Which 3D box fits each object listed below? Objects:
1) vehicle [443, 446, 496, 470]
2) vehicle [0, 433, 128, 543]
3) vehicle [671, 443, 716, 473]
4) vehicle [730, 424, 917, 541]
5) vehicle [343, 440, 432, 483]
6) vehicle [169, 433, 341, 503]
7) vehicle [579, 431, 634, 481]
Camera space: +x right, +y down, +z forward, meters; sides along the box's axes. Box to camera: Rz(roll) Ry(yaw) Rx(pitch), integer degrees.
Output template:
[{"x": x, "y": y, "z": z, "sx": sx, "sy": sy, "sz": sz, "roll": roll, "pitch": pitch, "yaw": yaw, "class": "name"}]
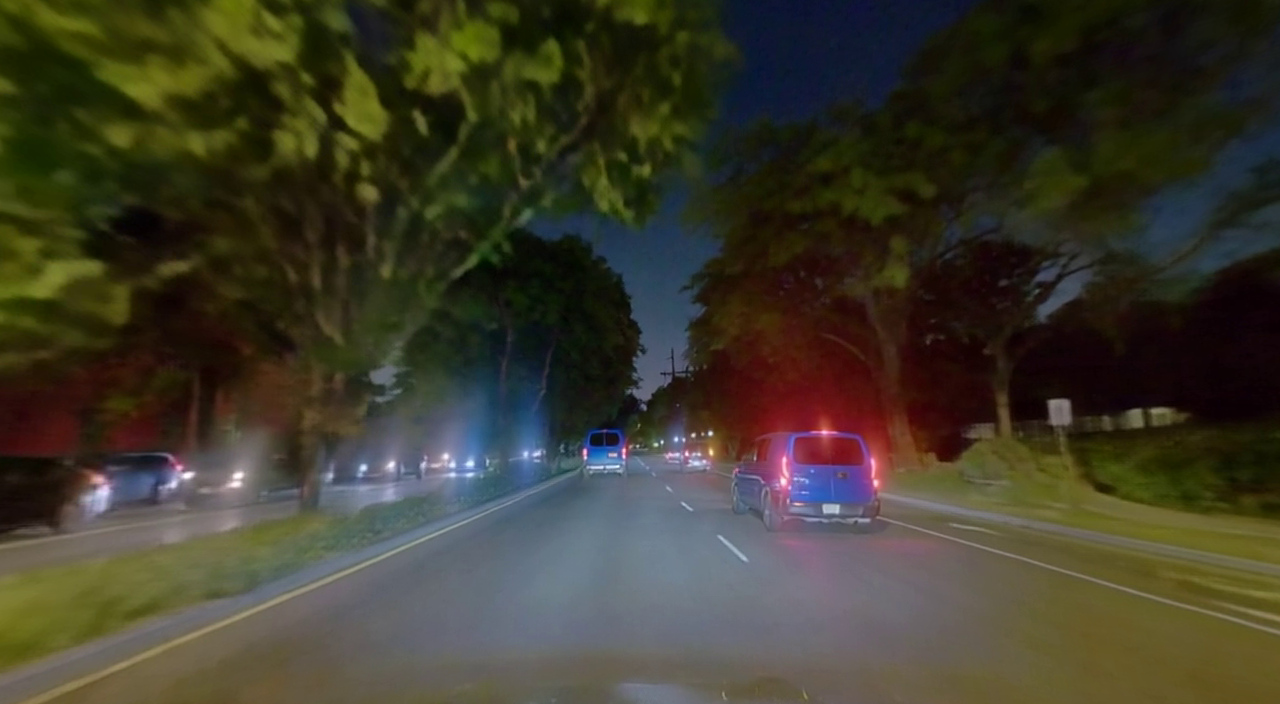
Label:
[{"x": -11.304, "y": 7.073, "z": 42.227, "sx": 2.116, "sy": 1.481, "sz": 4.572, "roll": 0, "pitch": -9, "yaw": 2, "class": "vehicle"}, {"x": -10.944, "y": 2.164, "z": 10.147, "sx": 1.988, "sy": 1.689, "sz": 4.047, "roll": 0, "pitch": -9, "yaw": 0, "class": "vehicle"}, {"x": 3.172, "y": 6.360, "z": 38.063, "sx": 2.248, "sy": 1.692, "sz": 4.252, "roll": 0, "pitch": -9, "yaw": -1, "class": "vehicle"}, {"x": 2.943, "y": 2.201, "z": 11.214, "sx": 1.965, "sy": 1.671, "sz": 4.146, "roll": 0, "pitch": -9, "yaw": -1, "class": "vehicle"}, {"x": -11.360, "y": 4.947, "z": 28.816, "sx": 2.192, "sy": 1.754, "sz": 4.569, "roll": 0, "pitch": -9, "yaw": -1, "class": "vehicle"}, {"x": -11.183, "y": 3.406, "z": 18.929, "sx": 2.091, "sy": 1.806, "sz": 4.859, "roll": 0, "pitch": -9, "yaw": 0, "class": "vehicle"}, {"x": -1.421, "y": 4.671, "z": 28.501, "sx": 2.228, "sy": 2.054, "sz": 4.309, "roll": 0, "pitch": -9, "yaw": 0, "class": "vehicle"}]
